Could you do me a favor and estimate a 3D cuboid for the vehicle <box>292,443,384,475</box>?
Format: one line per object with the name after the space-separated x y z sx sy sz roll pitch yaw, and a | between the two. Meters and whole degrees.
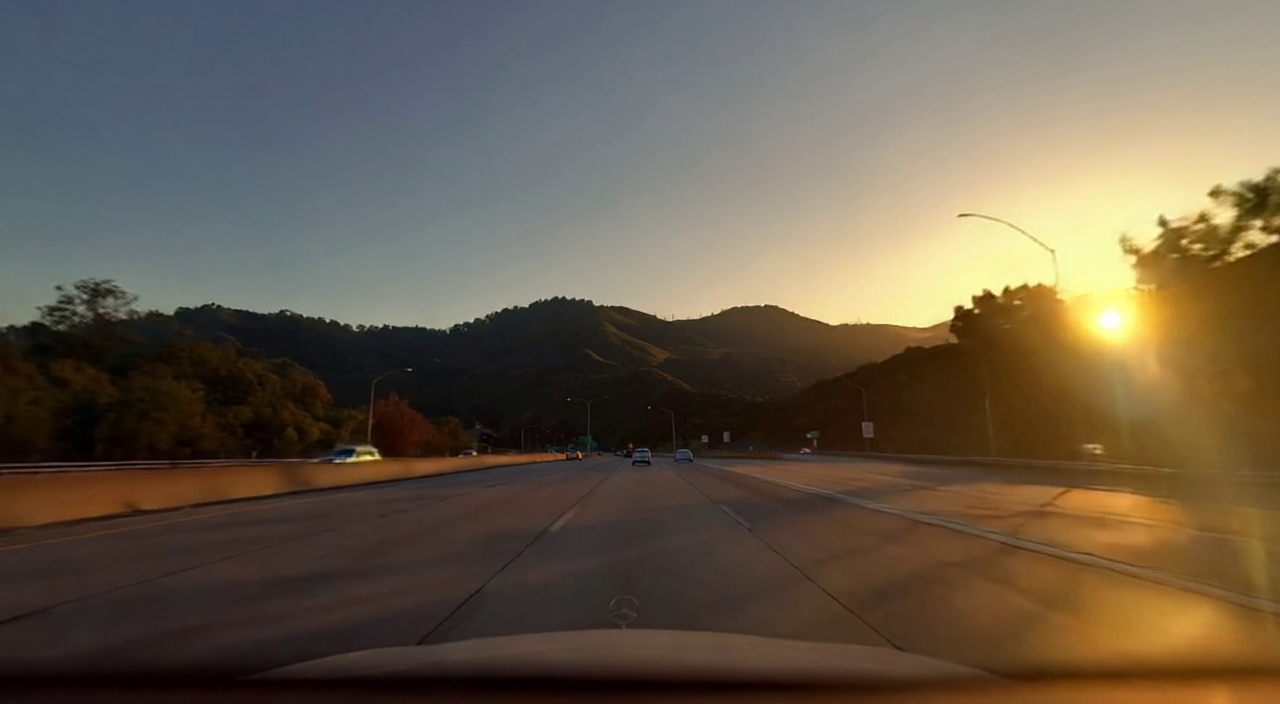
-17.442 6.184 36.854 2.241 1.653 6.297 0 -9 0 | vehicle

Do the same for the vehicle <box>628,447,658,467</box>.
0.199 8.155 49.115 2.193 1.497 4.337 0 -9 -1 | vehicle
